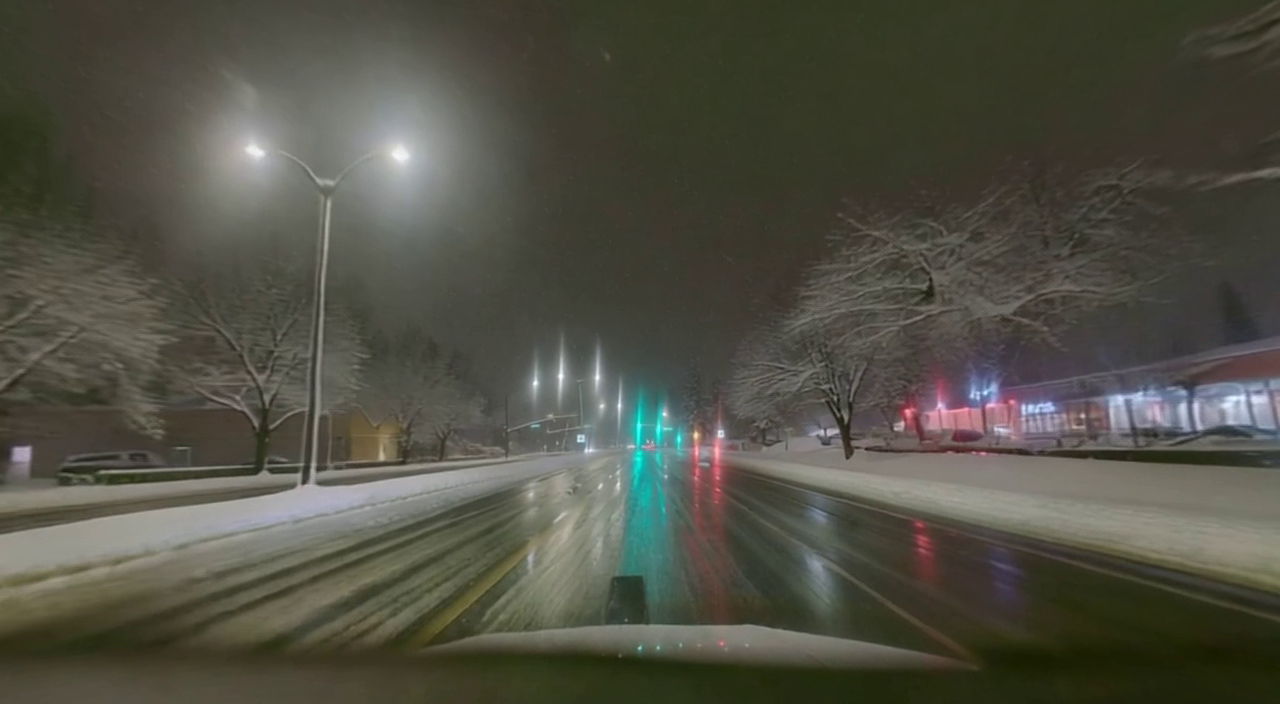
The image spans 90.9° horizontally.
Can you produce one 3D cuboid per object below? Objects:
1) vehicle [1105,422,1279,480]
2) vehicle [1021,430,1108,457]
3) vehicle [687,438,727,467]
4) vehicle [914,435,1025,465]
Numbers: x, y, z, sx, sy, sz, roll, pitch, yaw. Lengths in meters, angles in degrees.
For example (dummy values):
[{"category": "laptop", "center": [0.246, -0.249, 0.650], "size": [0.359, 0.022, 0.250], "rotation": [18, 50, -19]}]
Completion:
[{"category": "vehicle", "center": [17.619, 3.075, 19.661], "size": [4.386, 1.701, 2.121], "rotation": [-1, -8, 4]}, {"category": "vehicle", "center": [30.467, 6.610, 45.340], "size": [2.038, 1.770, 4.755], "rotation": [7, -12, -42]}, {"category": "vehicle", "center": [4.202, 6.387, 40.203], "size": [2.007, 1.683, 4.171], "rotation": [0, -8, -1]}, {"category": "vehicle", "center": [17.100, 5.135, 32.873], "size": [4.685, 1.478, 1.849], "rotation": [-1, -9, 2]}]
